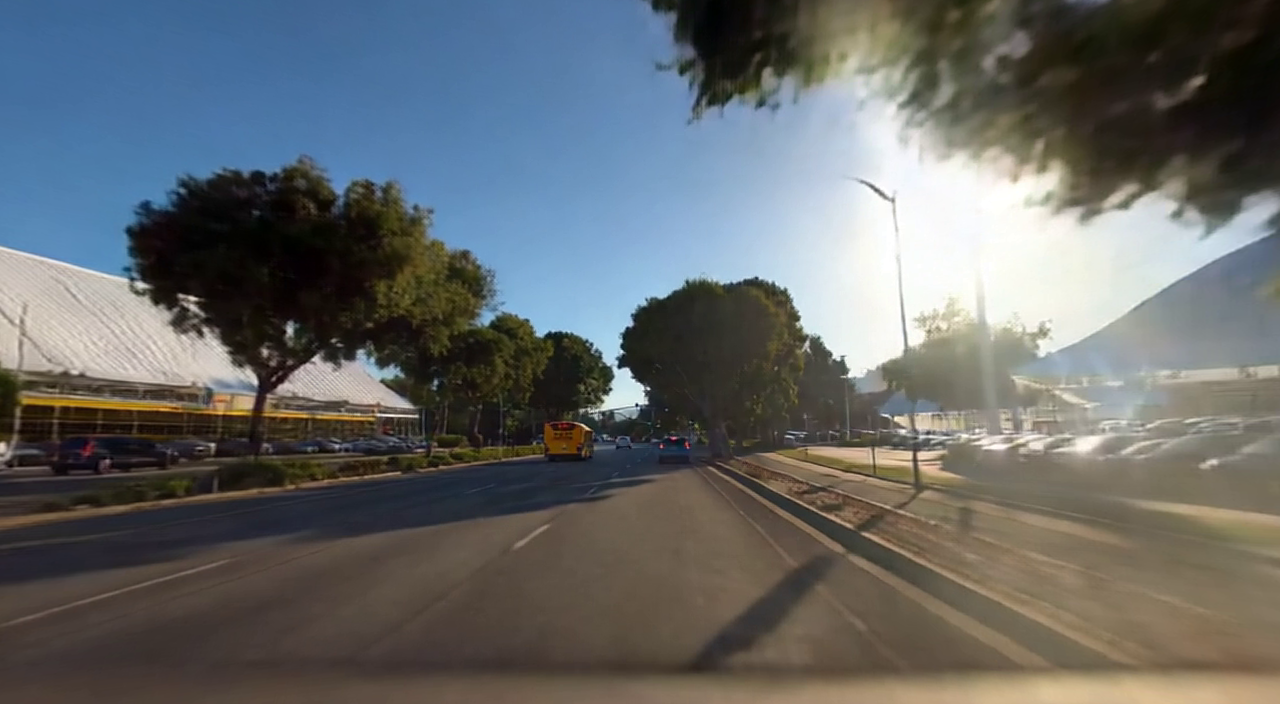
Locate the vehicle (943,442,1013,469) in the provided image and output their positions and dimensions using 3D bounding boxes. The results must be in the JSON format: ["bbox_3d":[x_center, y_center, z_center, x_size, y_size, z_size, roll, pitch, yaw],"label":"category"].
[{"bbox_3d":[20.139,6.175,37.827,1.849,1.466,4.831,-1,-9,4],"label":"vehicle"}]

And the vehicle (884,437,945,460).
[{"bbox_3d":[20.878,7.392,48.273,2.229,1.661,5.991,0,-9,3],"label":"vehicle"}]

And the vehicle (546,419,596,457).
[{"bbox_3d":[-4.918,6.342,45.950,2.485,2.556,6.363,-1,-9,4],"label":"vehicle"}]

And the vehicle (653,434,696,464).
[{"bbox_3d":[1.776,5.133,33.332,2.123,1.498,4.226,0,-9,2],"label":"vehicle"}]
